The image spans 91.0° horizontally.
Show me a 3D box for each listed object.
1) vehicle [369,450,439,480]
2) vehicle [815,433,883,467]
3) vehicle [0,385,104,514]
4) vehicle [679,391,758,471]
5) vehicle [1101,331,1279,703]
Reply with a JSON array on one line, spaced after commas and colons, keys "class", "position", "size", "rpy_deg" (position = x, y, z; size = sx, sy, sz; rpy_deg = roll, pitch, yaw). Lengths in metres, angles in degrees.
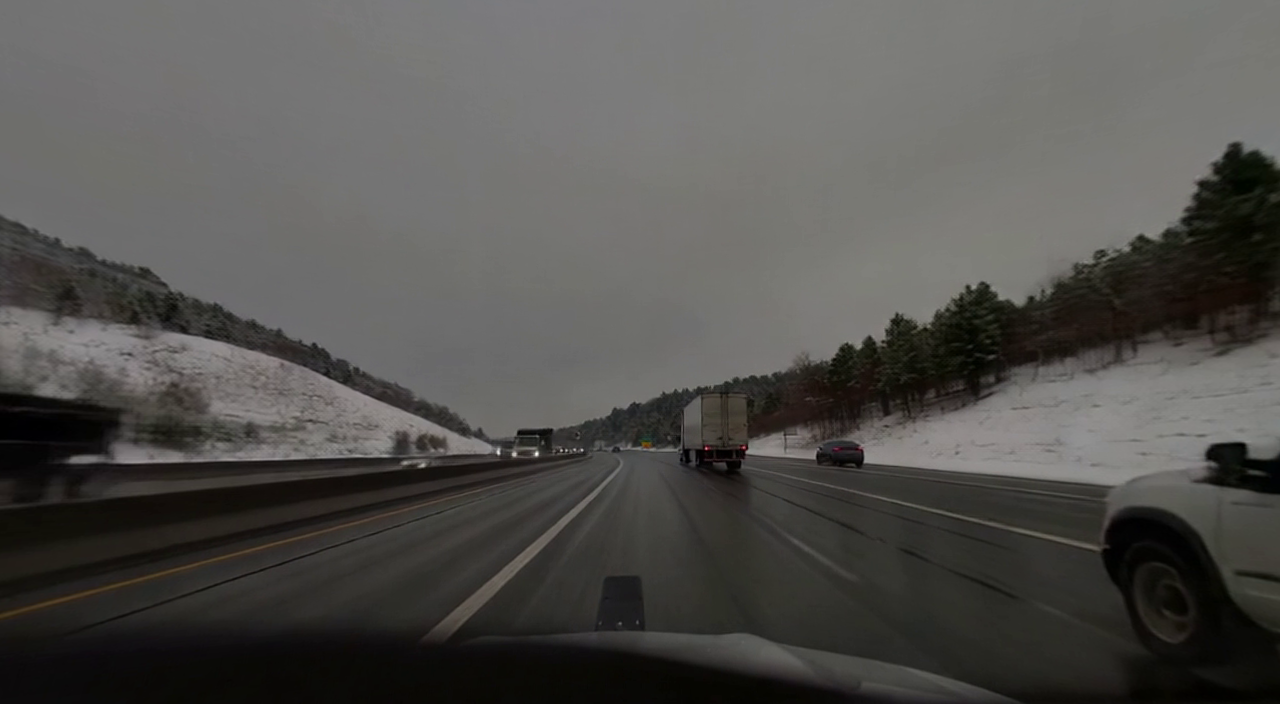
[{"class": "vehicle", "position": [-12.643, 6.044, 34.043], "size": [1.984, 1.501, 4.706], "rpy_deg": [0, -9, 0]}, {"class": "vehicle", "position": [11.526, 5.471, 35.112], "size": [2.046, 1.741, 4.769], "rpy_deg": [0, -9, -1]}, {"class": "vehicle", "position": [-16.409, 2.082, 13.423], "size": [2.747, 2.984, 8.051], "rpy_deg": [0, -9, 0]}, {"class": "vehicle", "position": [4.217, 4.715, 36.756], "size": [3.049, 3.968, 10.706], "rpy_deg": [0, -9, -1]}, {"class": "vehicle", "position": [3.768, 0.612, 1.533], "size": [2.055, 1.737, 4.224], "rpy_deg": [0, -9, 0]}]
